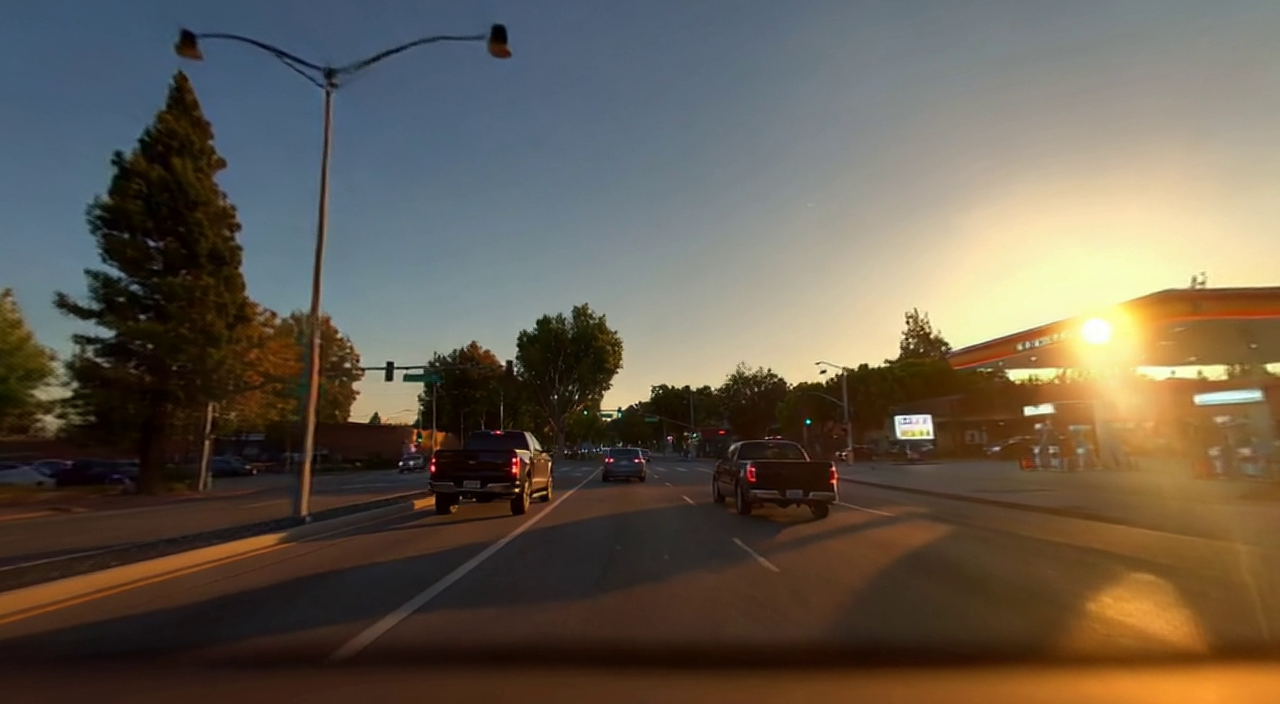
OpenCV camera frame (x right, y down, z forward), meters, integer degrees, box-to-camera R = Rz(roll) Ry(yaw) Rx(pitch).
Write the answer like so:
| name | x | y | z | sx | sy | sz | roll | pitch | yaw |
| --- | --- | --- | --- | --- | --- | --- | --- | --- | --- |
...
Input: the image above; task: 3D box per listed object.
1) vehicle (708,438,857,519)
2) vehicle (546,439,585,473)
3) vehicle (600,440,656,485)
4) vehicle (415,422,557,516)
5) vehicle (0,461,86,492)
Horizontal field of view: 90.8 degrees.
| name | x | y | z | sx | sy | sz | roll | pitch | yaw |
| --- | --- | --- | --- | --- | --- | --- | --- | --- | --- |
| vehicle | 2.878 | 2.675 | 13.956 | 2.061 | 1.487 | 4.462 | 0 | -8 | -3 |
| vehicle | -4.839 | 6.661 | 40.827 | 2.321 | 2.026 | 5.307 | 1 | -9 | -7 |
| vehicle | -0.499 | 4.349 | 25.134 | 2.029 | 1.605 | 3.827 | 0 | -8 | -2 |
| vehicle | -3.519 | 2.808 | 15.808 | 2.195 | 1.905 | 5.634 | 0 | -8 | -1 |
| vehicle | -36.016 | 7.323 | 37.265 | 1.929 | 1.636 | 4.589 | -7 | -11 | 38 |
